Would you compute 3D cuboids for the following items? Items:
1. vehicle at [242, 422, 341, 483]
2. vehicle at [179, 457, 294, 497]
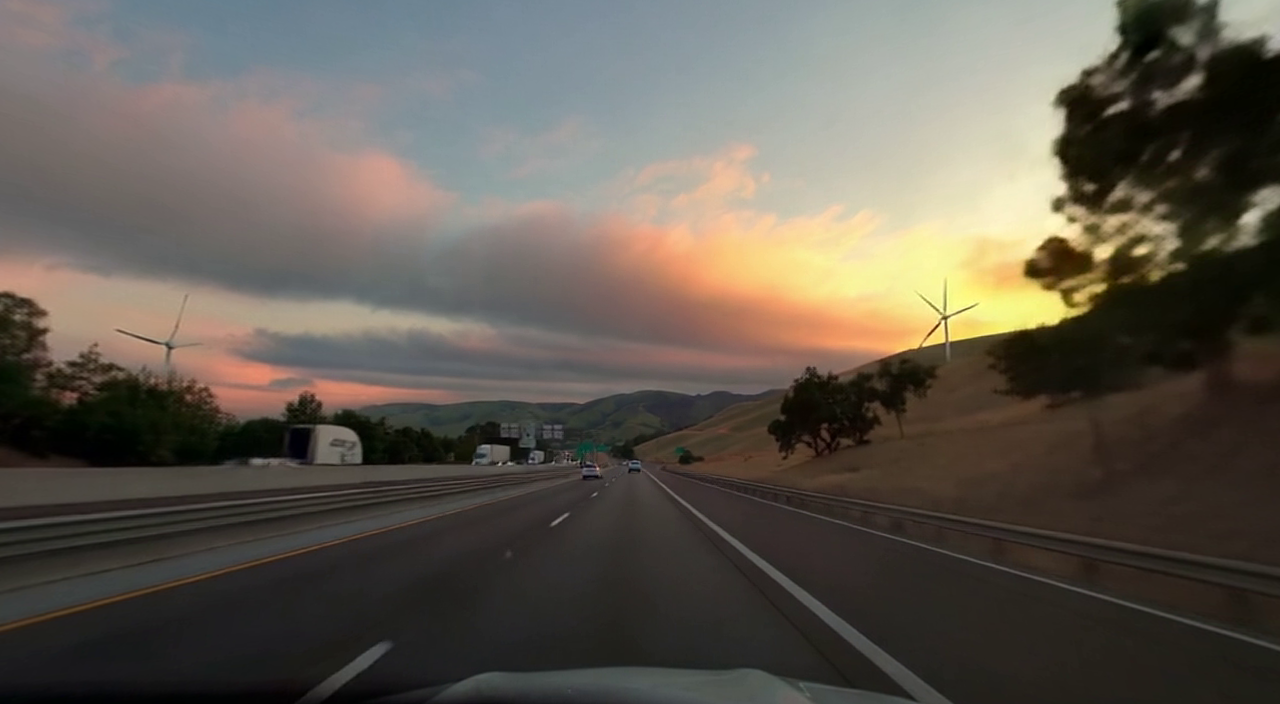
[{"bbox_3d":[-23.520,6.909,42.942,3.011,3.815,5.893,1,-10,1],"label":"vehicle"},{"bbox_3d":[-15.762,4.919,24.923,1.827,1.423,4.071,1,-10,0],"label":"vehicle"}]
